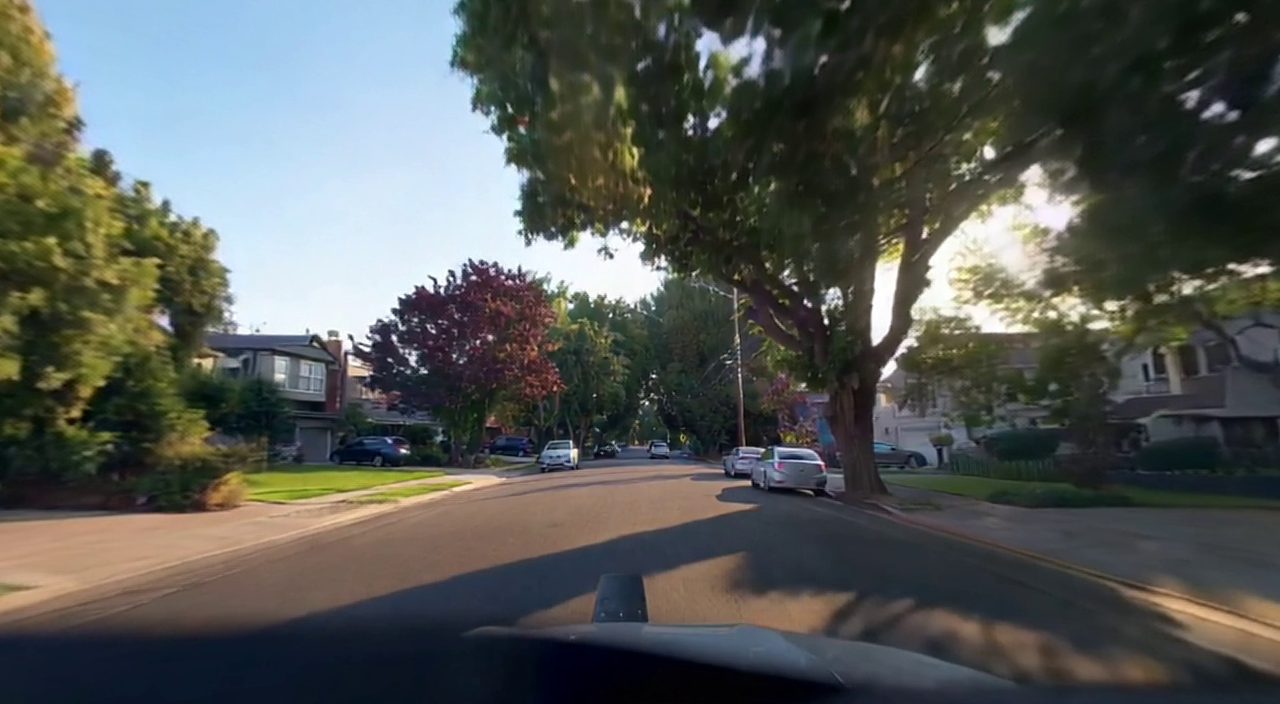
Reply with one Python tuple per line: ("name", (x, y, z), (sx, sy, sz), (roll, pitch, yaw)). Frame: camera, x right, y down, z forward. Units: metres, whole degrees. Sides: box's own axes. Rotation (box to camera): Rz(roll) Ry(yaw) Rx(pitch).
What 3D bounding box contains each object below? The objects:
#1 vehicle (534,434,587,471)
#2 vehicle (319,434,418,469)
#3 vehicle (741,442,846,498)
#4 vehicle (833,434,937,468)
("vehicle", (-4.217, 5.400, 34.511), (2.164, 1.810, 5.044), (1, -7, 1))
("vehicle", (-13.910, 5.053, 32.305), (4.702, 1.675, 1.984), (-4, -9, 26))
("vehicle", (4.425, 3.452, 18.964), (2.031, 1.471, 4.328), (0, -8, 0))
("vehicle", (12.636, 5.129, 32.807), (4.583, 1.709, 1.977), (-1, -8, 5))
